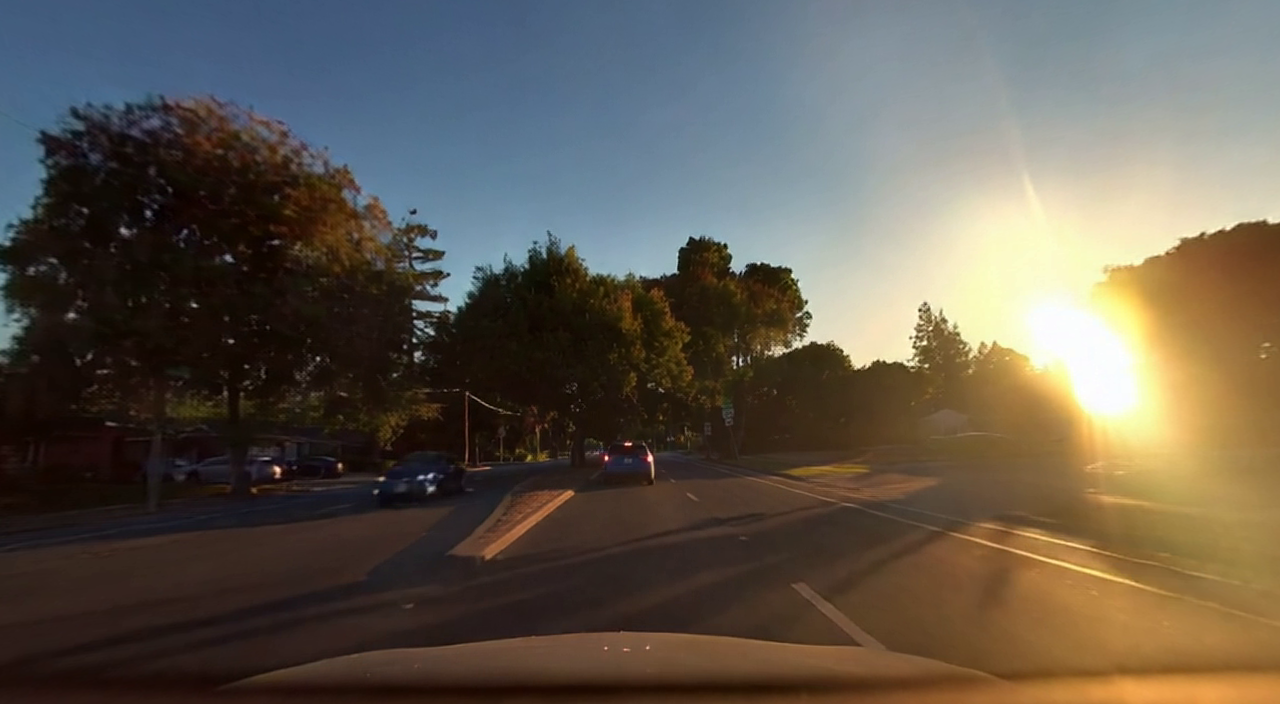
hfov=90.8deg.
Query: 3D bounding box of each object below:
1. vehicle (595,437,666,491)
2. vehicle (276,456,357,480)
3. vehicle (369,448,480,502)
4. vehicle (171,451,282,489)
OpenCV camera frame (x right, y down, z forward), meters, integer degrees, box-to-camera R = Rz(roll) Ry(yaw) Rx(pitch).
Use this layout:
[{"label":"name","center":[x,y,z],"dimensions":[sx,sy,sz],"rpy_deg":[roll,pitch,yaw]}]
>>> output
[{"label":"vehicle","center":[-0.272,3.743,21.432],"dimensions":[2.181,1.639,4.127],"rpy_deg":[0,-9,1]},{"label":"vehicle","center":[-21.609,7.747,42.299],"dimensions":[4.366,1.526,1.921],"rpy_deg":[0,-9,0]},{"label":"vehicle","center":[-6.582,3.773,19.891],"dimensions":[1.907,1.471,4.455],"rpy_deg":[0,-9,0]},{"label":"vehicle","center":[-21.614,6.163,33.168],"dimensions":[4.470,1.917,1.932],"rpy_deg":[-1,-9,3]}]
